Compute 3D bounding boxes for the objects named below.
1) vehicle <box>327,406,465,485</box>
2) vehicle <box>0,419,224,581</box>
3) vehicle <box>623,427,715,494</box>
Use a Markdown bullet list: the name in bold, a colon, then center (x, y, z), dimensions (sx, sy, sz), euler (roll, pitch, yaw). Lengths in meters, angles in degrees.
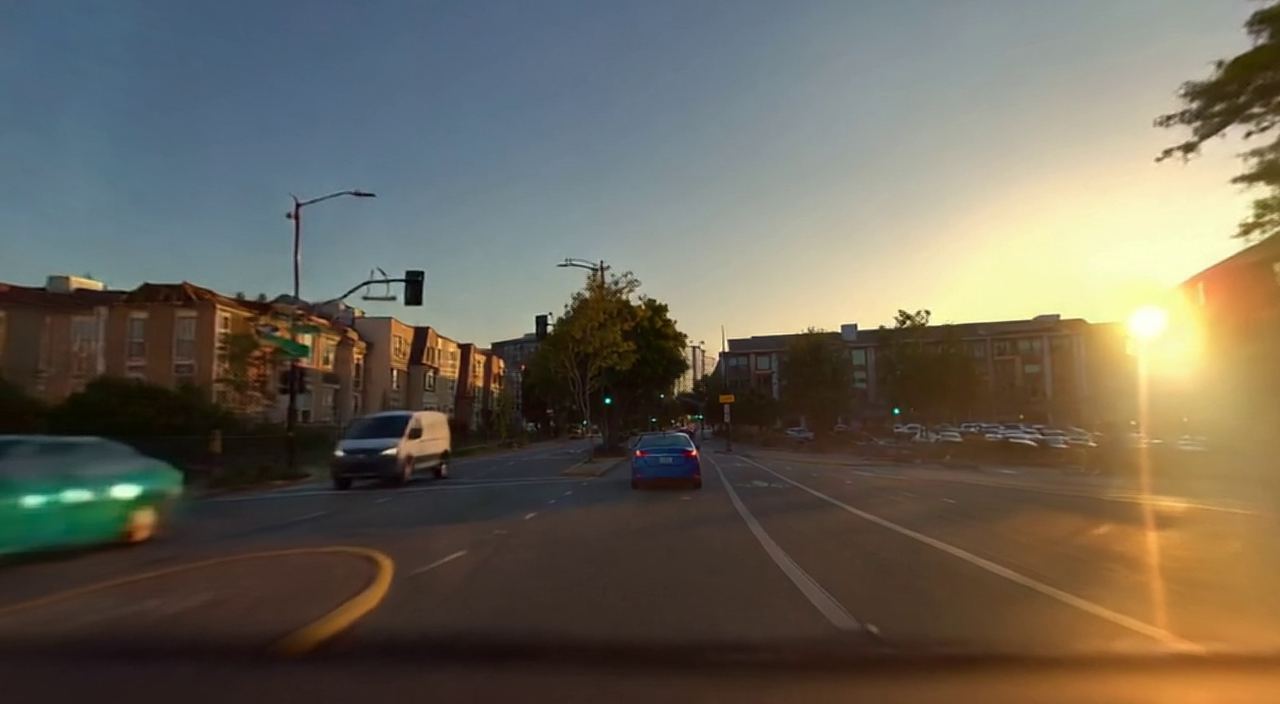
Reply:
- **vehicle**: center (-7.091, 2.755, 18.959), dimensions (2.310, 2.045, 4.763), euler (0, -7, -1)
- **vehicle**: center (-6.957, 1.502, 6.869), dimensions (1.884, 1.509, 4.416), euler (0, -7, -2)
- **vehicle**: center (0.687, 2.552, 15.460), dimensions (1.950, 1.401, 4.159), euler (0, -7, 2)
